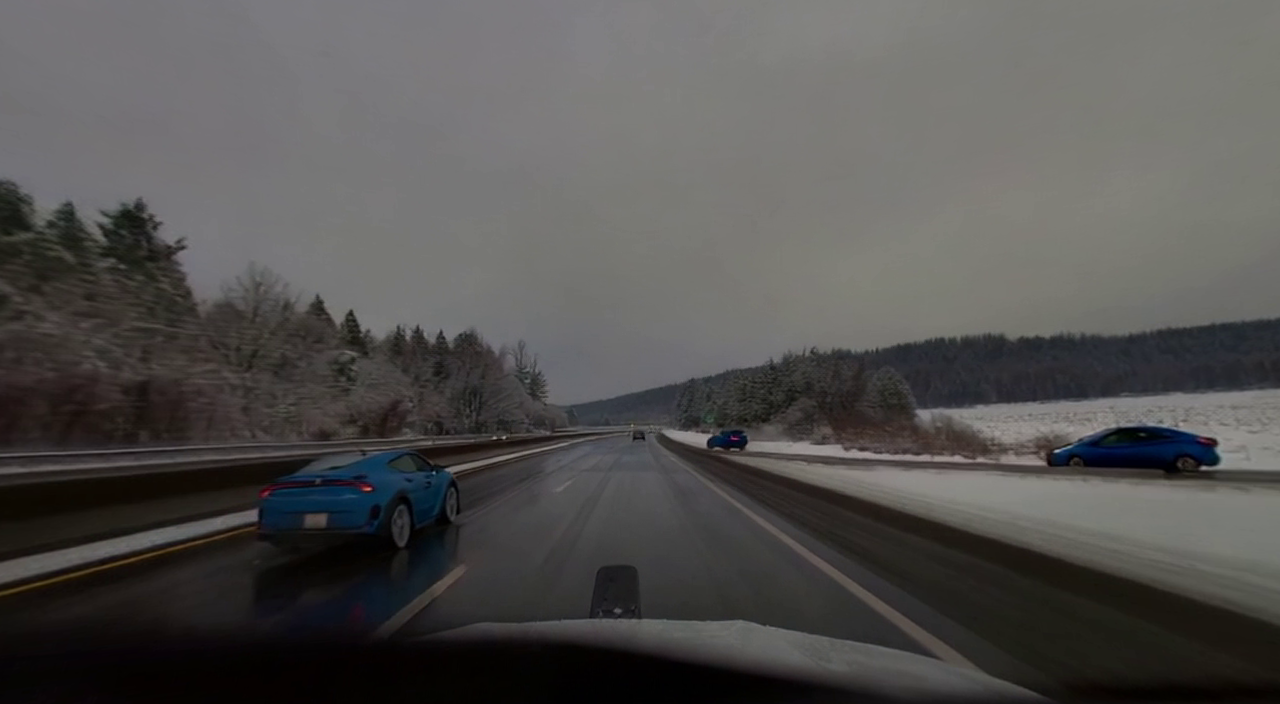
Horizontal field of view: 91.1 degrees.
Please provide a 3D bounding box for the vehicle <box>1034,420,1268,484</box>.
[{"bbox_3d":[13.627,2.655,17.120,1.992,1.486,4.406,4,-9,-26],"label":"vehicle"}]

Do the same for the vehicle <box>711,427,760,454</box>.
[{"bbox_3d":[5.809,5.422,38.592,1.765,1.510,3.762,2,-8,-12],"label":"vehicle"}]
